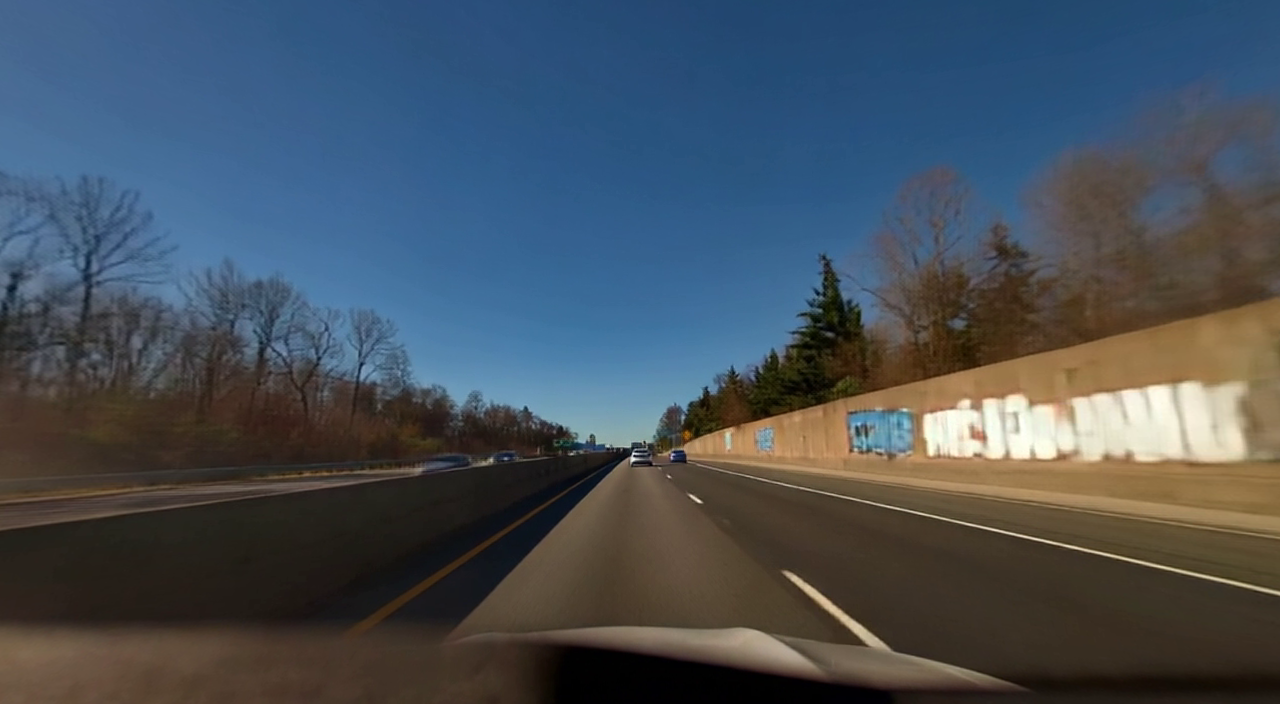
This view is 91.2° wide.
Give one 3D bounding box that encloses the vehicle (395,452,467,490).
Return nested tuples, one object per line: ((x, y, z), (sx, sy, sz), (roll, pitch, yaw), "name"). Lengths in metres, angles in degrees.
((-9.343, 5.316, 28.327), (1.894, 1.513, 4.009), (0, -9, 0), "vehicle")

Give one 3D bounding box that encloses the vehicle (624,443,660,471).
((0.103, 6.553, 39.340), (2.095, 1.671, 4.219), (0, -9, -1), "vehicle")
